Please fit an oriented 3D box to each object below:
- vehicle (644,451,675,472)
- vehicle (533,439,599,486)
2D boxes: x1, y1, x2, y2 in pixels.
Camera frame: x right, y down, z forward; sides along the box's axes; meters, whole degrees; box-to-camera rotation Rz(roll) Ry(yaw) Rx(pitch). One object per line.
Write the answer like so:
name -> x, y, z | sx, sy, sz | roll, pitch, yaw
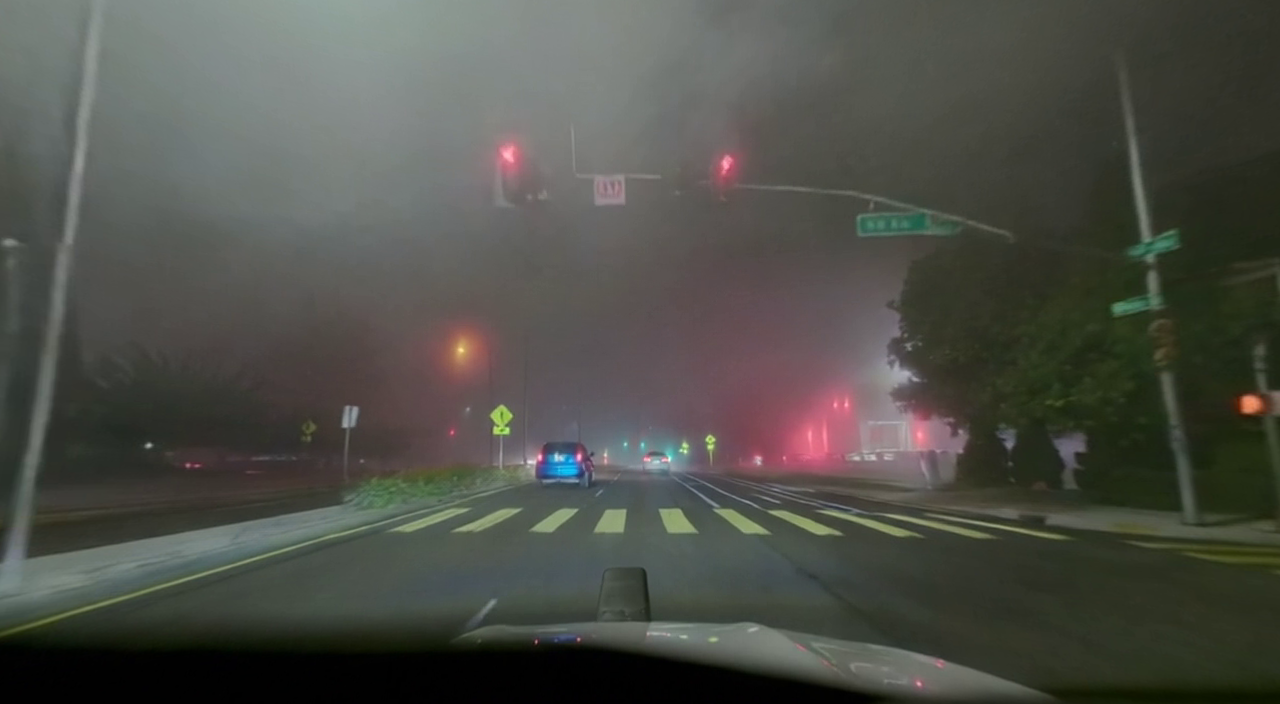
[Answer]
vehicle -> 1.391, 8.050, 46.582 | 2.075, 1.480, 3.920 | 0, -9, 0
vehicle -> -3.002, 4.611, 26.592 | 2.150, 1.812, 4.423 | 0, -9, 1
